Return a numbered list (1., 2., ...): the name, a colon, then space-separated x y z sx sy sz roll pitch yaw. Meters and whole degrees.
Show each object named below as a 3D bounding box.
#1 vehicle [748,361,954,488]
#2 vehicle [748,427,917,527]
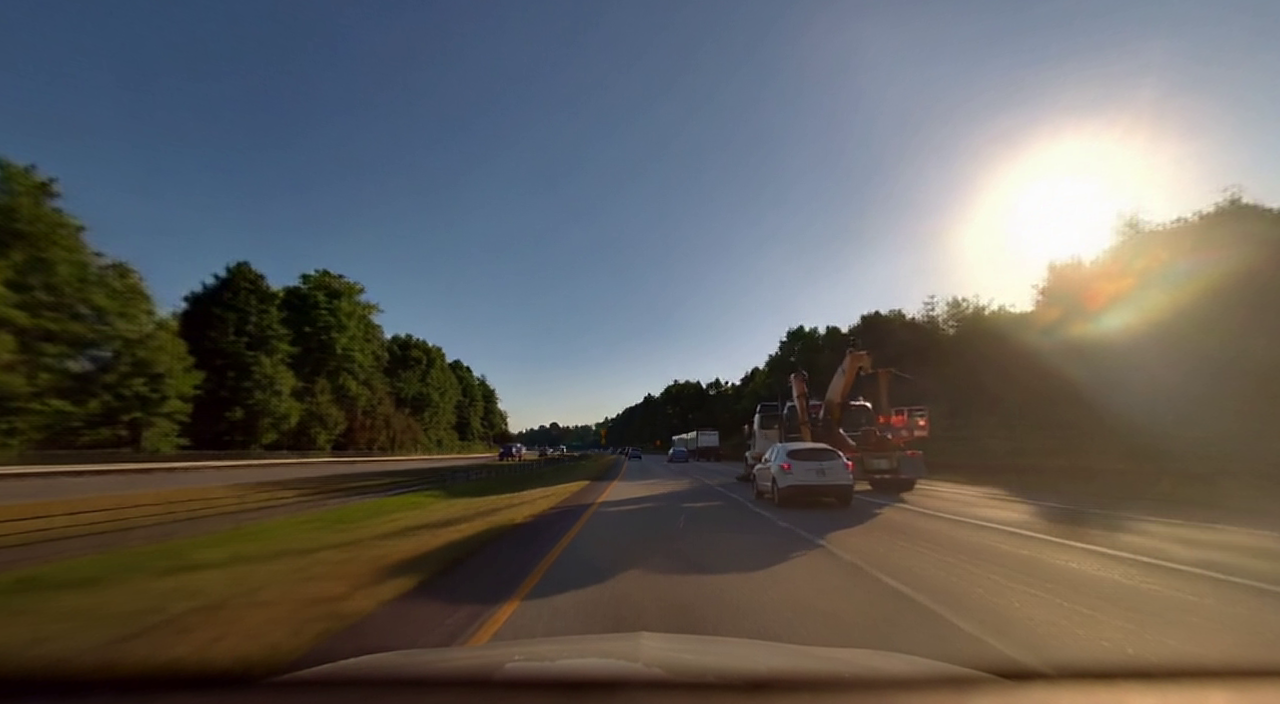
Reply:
1. vehicle: 8.080 3.574 28.350 3.441 4.016 16.812 0 -9 0
2. vehicle: 3.605 2.421 12.716 2.022 1.658 4.132 0 -9 -1
